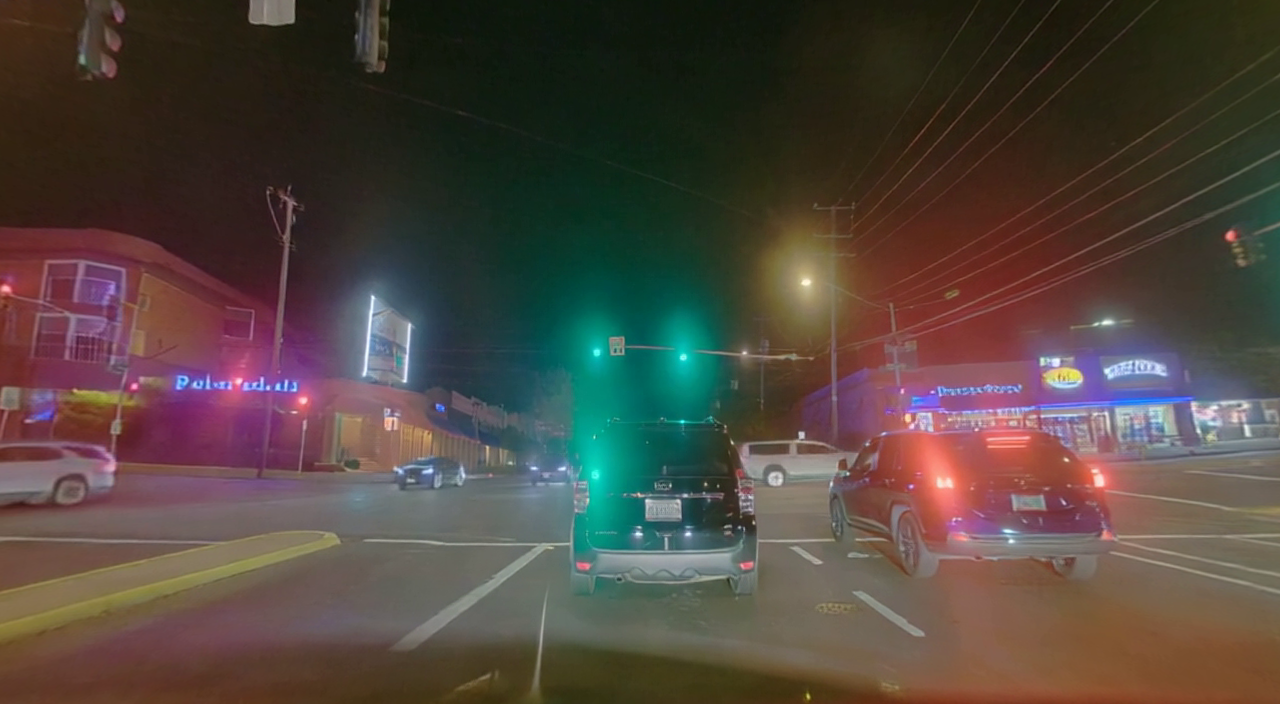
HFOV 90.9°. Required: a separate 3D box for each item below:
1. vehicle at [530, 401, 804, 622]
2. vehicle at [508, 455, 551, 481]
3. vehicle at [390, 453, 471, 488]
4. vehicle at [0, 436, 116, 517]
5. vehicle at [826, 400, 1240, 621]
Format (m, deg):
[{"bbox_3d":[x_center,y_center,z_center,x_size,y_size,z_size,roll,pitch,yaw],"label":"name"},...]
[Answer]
[{"bbox_3d":[0.257,1.511,6.827,2.098,1.682,3.778,0,-8,2],"label":"vehicle"},{"bbox_3d":[-8.457,8.940,48.766,2.029,1.776,4.711,-1,-8,6],"label":"vehicle"},{"bbox_3d":[-9.863,5.617,30.138,1.911,1.461,4.691,-1,-8,5],"label":"vehicle"},{"bbox_3d":[-14.831,2.784,14.161,1.936,1.740,4.647,-1,-8,3],"label":"vehicle"},{"bbox_3d":[3.613,1.517,6.973,1.976,1.664,4.189,-1,-8,2],"label":"vehicle"}]
